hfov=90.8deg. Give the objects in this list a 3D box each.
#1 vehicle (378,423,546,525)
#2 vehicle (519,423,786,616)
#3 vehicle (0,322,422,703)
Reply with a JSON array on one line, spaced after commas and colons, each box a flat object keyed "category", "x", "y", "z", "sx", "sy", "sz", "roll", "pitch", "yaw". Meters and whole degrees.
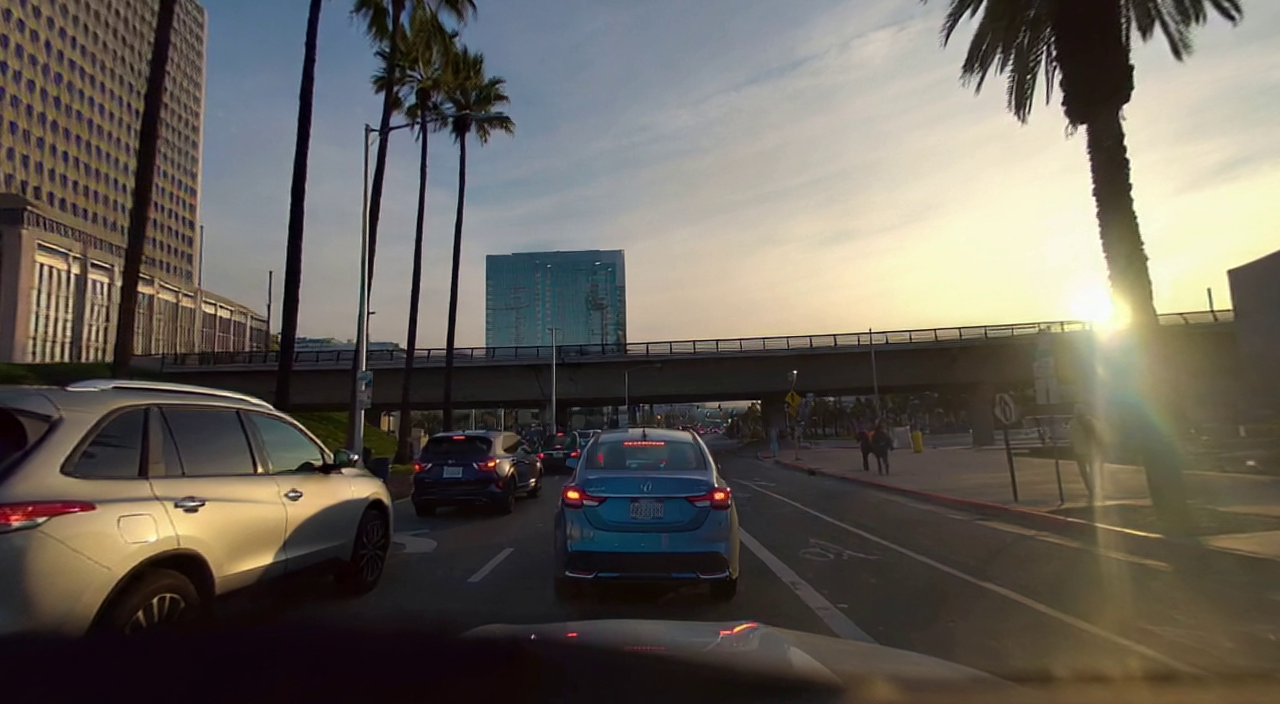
[{"category": "vehicle", "x": -3.199, "y": 2.292, "z": 12.346, "sx": 1.955, "sy": 1.637, "sz": 4.032, "roll": 0, "pitch": -8, "yaw": 2}, {"category": "vehicle", "x": 0.084, "y": 1.592, "z": 6.975, "sx": 2.036, "sy": 1.461, "sz": 4.129, "roll": 0, "pitch": -8, "yaw": 0}, {"category": "vehicle", "x": -3.262, "y": 1.060, "z": 4.181, "sx": 2.014, "sy": 1.740, "sz": 4.359, "roll": 0, "pitch": -8, "yaw": 1}]
